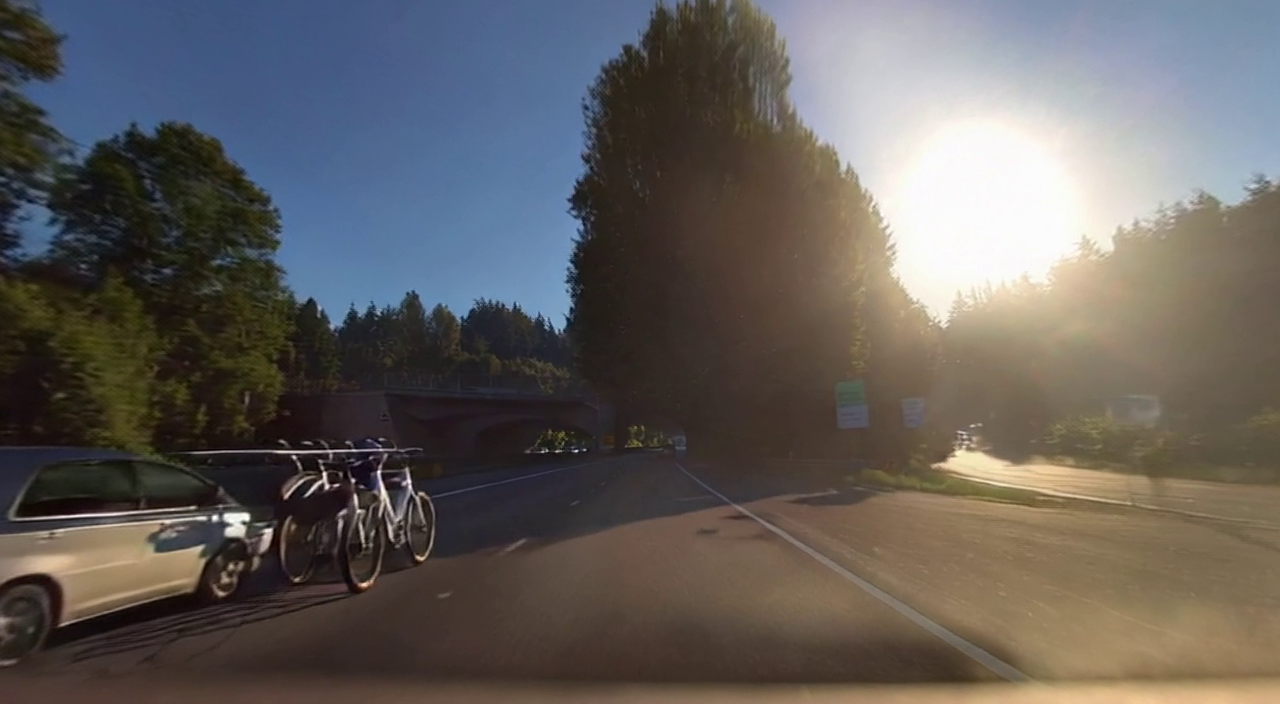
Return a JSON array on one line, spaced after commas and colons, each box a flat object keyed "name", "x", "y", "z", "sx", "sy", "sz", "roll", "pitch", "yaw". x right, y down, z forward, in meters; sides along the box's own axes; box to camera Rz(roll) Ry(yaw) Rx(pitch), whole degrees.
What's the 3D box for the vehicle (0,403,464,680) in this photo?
[{"name": "vehicle", "x": -3.312, "y": 1.411, "z": 5.816, "sx": 2.108, "sy": 1.557, "sz": 4.344, "roll": 0, "pitch": -9, "yaw": 0}]
